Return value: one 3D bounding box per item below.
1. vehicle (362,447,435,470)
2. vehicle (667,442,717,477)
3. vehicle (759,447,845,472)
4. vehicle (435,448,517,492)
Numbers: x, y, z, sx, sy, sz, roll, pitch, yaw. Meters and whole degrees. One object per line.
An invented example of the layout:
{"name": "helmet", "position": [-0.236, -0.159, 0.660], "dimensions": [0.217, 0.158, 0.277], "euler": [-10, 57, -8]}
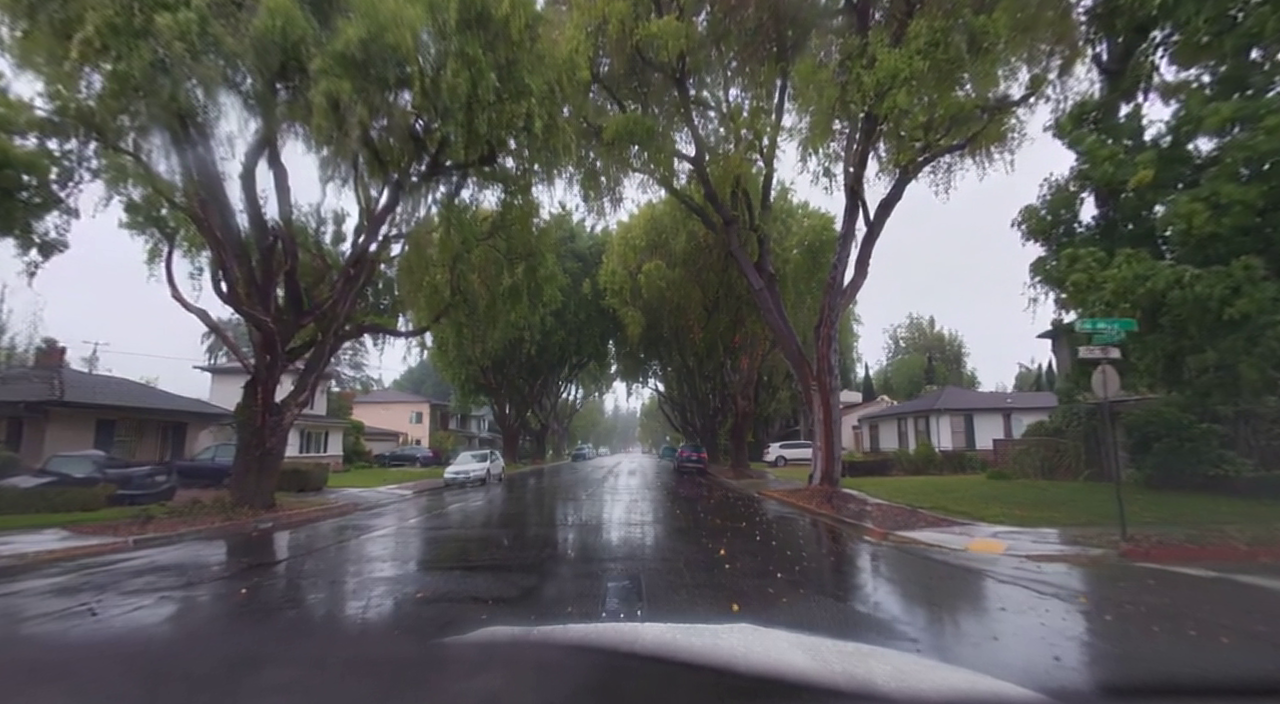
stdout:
{"name": "vehicle", "position": [-16.561, 7.291, 43.439], "dimensions": [4.276, 1.463, 1.832], "euler": [-1, -8, 6]}
{"name": "vehicle", "position": [2.896, 6.129, 36.352], "dimensions": [2.241, 1.875, 5.059], "euler": [1, -8, -2]}
{"name": "vehicle", "position": [10.133, 6.756, 39.889], "dimensions": [5.041, 1.486, 1.969], "euler": [-1, -8, 8]}
{"name": "vehicle", "position": [-6.609, 4.776, 25.960], "dimensions": [2.099, 1.399, 4.357], "euler": [-4, -7, 1]}
